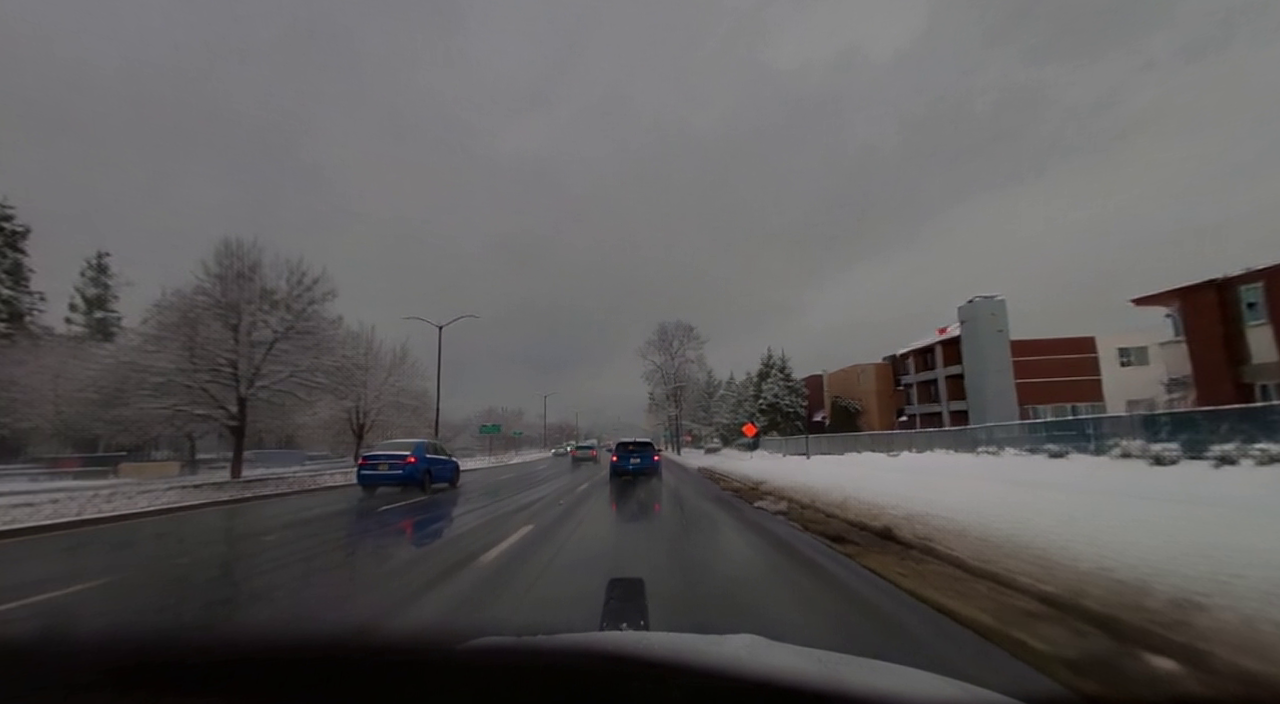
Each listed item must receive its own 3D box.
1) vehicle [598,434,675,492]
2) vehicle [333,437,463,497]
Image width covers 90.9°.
[{"bbox_3d":[-0.138,3.528,20.379,2.227,1.654,4.091,0,-9,-1],"label":"vehicle"},{"bbox_3d":[-6.735,3.243,18.137,1.877,1.479,4.430,0,-9,1],"label":"vehicle"}]
